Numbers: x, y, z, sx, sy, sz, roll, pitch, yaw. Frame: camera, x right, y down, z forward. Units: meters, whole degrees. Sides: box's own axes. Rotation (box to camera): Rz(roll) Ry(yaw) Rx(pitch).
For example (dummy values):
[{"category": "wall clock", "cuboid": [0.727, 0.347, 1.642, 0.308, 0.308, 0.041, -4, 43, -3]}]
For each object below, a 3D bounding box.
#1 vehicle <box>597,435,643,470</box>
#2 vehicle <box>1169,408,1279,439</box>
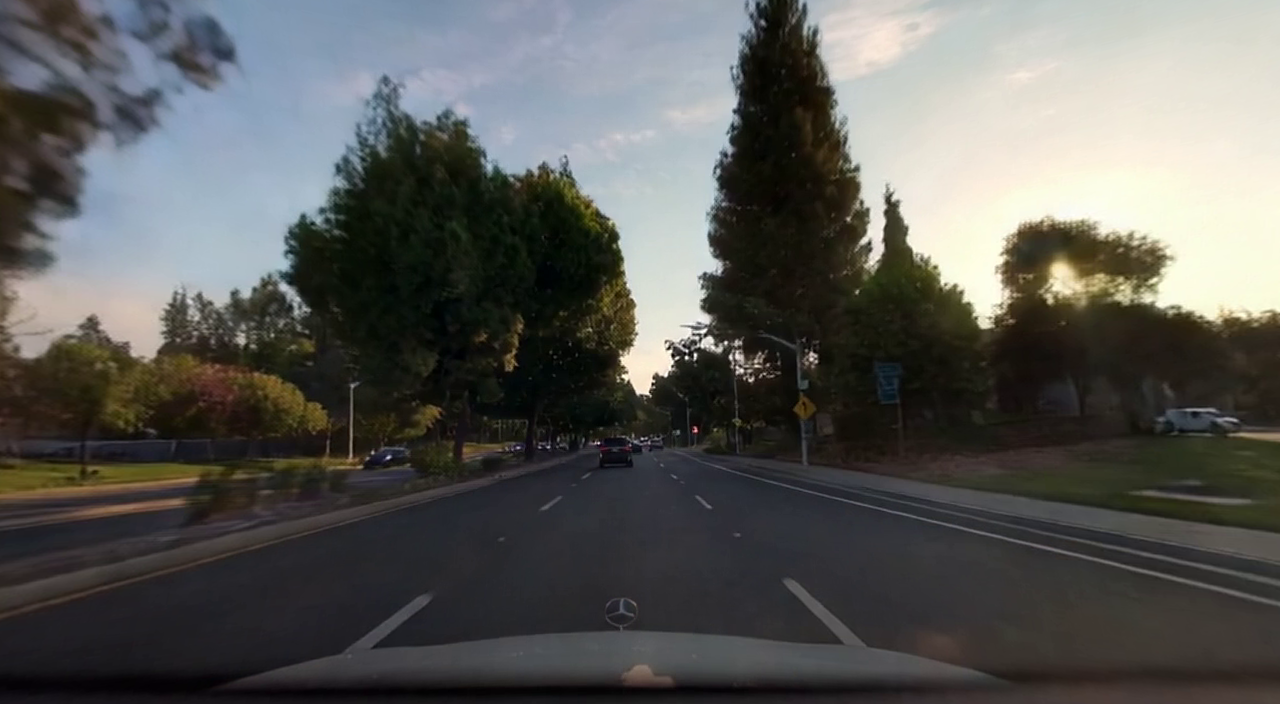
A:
[{"category": "vehicle", "cuboid": [-0.982, 5.309, 33.347, 2.174, 1.703, 4.231, 0, -9, 1]}, {"category": "vehicle", "cuboid": [34.971, 4.308, 37.829, 4.612, 1.753, 1.887, 0, -10, 3]}]
